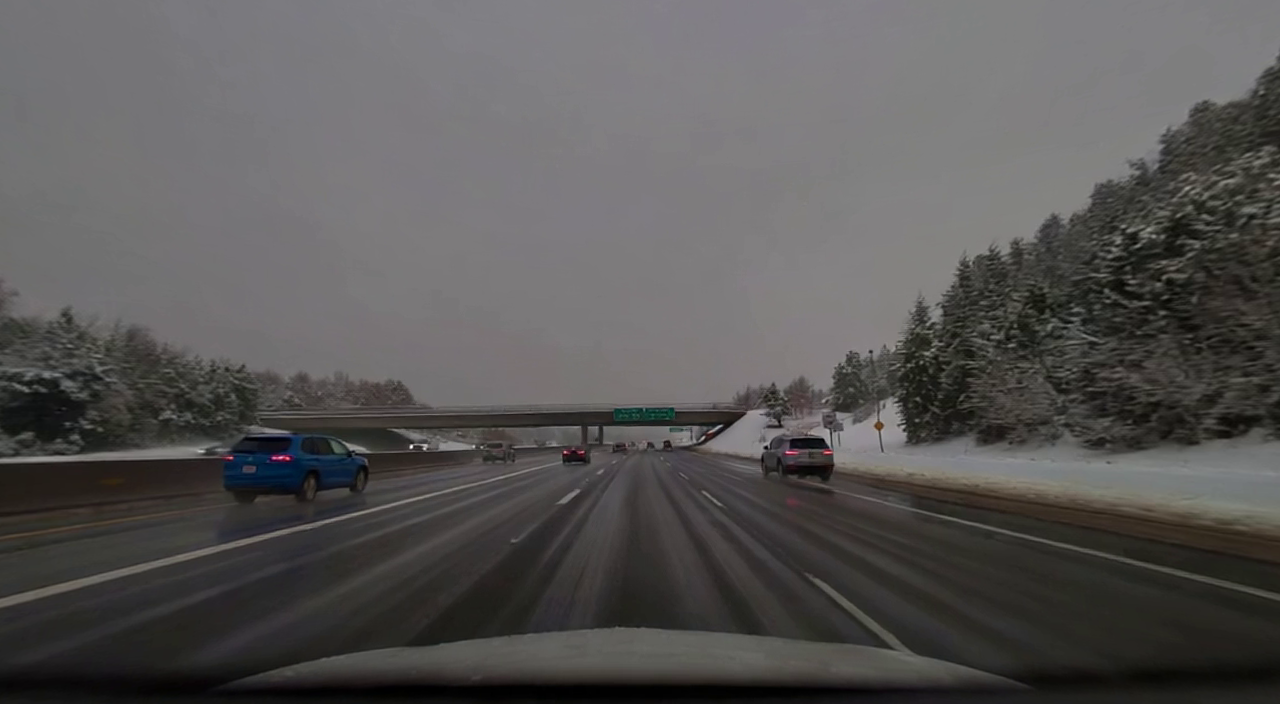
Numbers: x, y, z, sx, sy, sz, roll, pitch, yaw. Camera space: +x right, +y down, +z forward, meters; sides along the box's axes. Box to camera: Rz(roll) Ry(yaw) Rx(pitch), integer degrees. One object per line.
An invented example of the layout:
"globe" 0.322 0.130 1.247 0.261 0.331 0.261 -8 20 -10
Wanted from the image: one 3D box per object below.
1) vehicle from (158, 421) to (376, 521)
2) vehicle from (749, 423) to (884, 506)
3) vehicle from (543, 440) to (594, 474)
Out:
"vehicle" -7.268 2.354 12.941 1.860 1.694 4.173 0 -9 0
"vehicle" 4.099 2.711 15.546 1.950 1.719 4.545 0 -9 -1
"vehicle" -3.372 5.046 30.480 1.925 1.509 4.363 0 -9 0
